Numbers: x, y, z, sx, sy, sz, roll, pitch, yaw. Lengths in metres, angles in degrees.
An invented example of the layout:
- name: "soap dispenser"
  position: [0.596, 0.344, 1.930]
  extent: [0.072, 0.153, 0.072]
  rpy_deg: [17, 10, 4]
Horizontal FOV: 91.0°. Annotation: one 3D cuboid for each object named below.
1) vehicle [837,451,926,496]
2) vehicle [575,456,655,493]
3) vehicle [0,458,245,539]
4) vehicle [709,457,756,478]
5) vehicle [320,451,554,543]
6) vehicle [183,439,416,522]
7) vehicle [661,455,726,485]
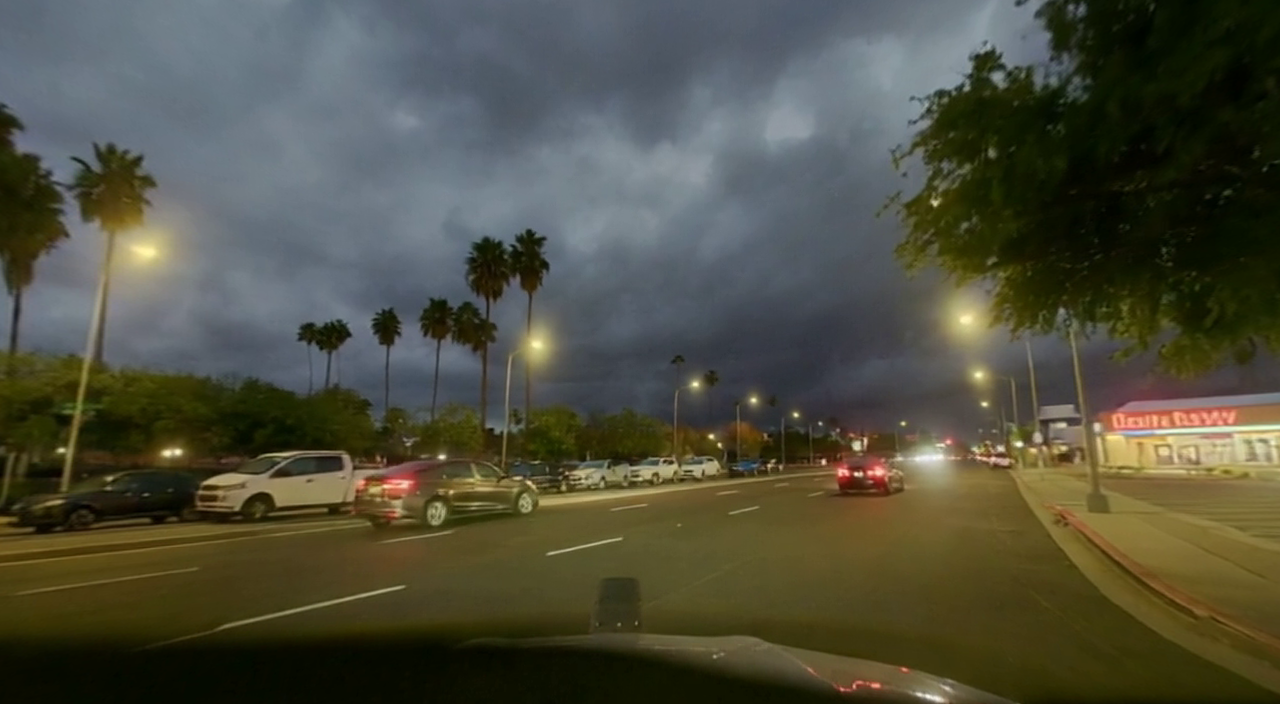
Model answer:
- name: "vehicle"
  position: [9.367, 4.566, 24.130]
  extent: [2.139, 1.461, 4.918]
  rpy_deg: [-5, -10, 33]
- name: "vehicle"
  position: [-1.073, 5.600, 29.092]
  extent: [1.776, 1.448, 4.137]
  rpy_deg: [-5, -10, 29]
- name: "vehicle"
  position: [-12.961, 3.538, 15.902]
  extent: [1.900, 1.615, 4.573]
  rpy_deg: [-5, -10, 30]
- name: "vehicle"
  position: [7.228, 8.960, 48.930]
  extent: [1.962, 1.464, 4.781]
  rpy_deg: [-5, -10, 29]
- name: "vehicle"
  position: [-4.029, 2.892, 13.372]
  extent: [2.090, 1.520, 4.452]
  rpy_deg: [-5, -10, 29]
- name: "vehicle"
  position: [-8.517, 3.351, 16.334]
  extent: [1.989, 1.792, 4.884]
  rpy_deg: [-7, -14, 28]
- name: "vehicle"
  position: [3.229, 6.851, 36.839]
  extent: [1.981, 1.493, 4.721]
  rpy_deg: [-5, -10, 30]
